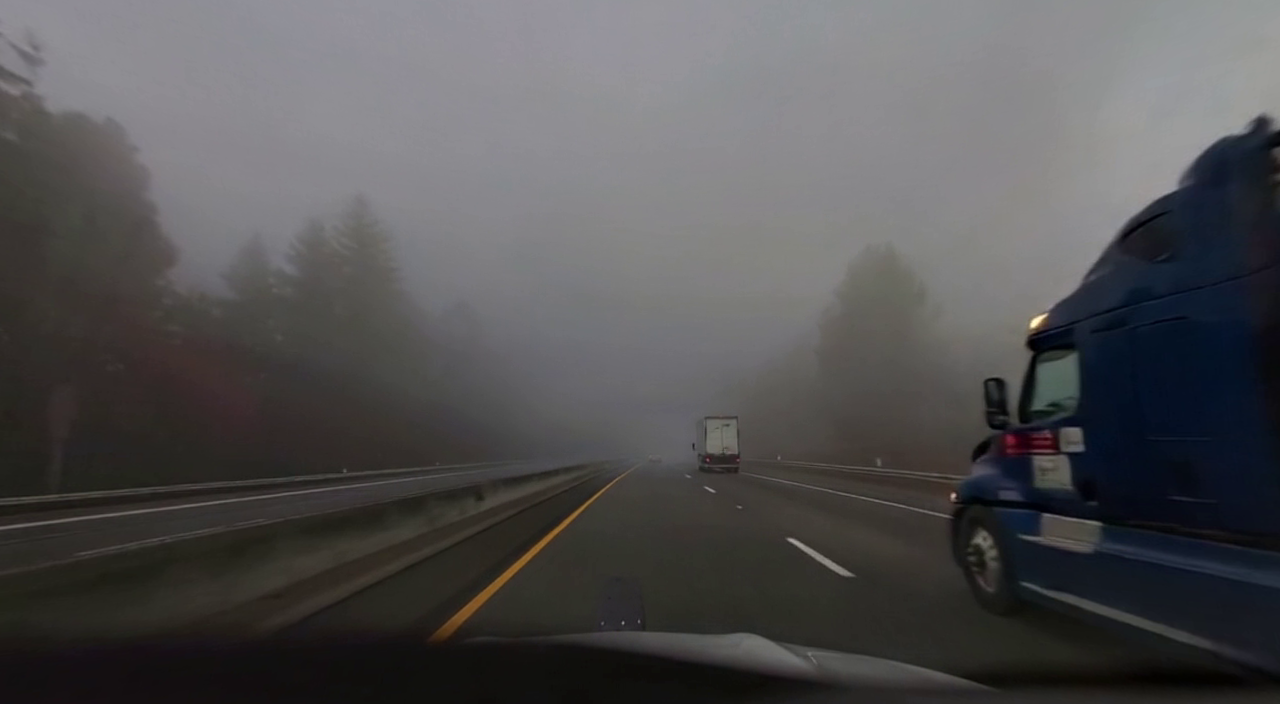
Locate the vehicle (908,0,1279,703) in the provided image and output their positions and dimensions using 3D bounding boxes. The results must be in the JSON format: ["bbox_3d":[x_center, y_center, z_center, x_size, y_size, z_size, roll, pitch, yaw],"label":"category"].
[{"bbox_3d":[4.233,0.052,3.210,2.990,3.561,6.145,0,-9,1],"label":"vehicle"}]

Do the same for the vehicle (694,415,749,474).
[{"bbox_3d":[5.025,5.907,40.000,2.682,3.349,7.138,0,-9,1],"label":"vehicle"}]
